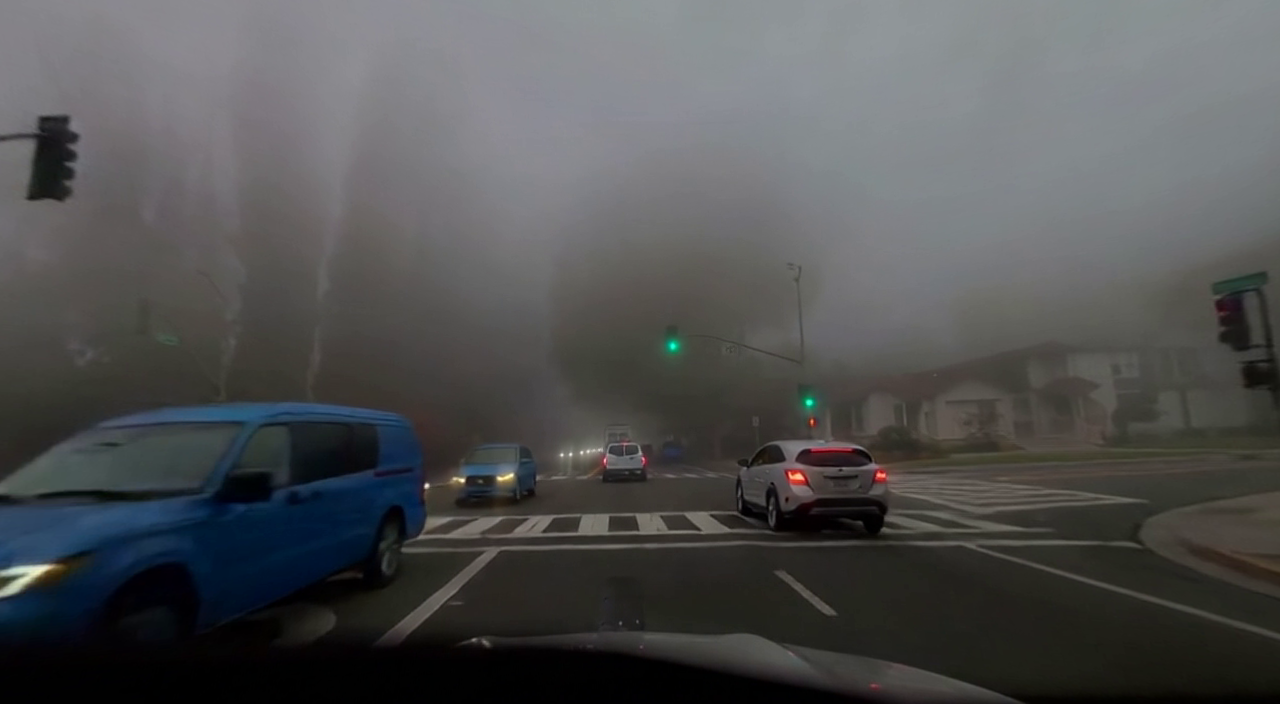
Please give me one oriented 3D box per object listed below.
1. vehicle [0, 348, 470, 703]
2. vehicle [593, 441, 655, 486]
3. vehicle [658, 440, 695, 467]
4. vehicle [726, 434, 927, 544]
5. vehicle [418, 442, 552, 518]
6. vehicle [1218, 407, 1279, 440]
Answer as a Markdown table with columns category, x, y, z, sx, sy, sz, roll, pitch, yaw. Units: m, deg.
| category | x | y | z | sx | sy | sz | roll | pitch | yaw |
| --- | --- | --- | --- | --- | --- | --- | --- | --- | --- |
| vehicle | -3.152 | 1.248 | 5.243 | 2.083 | 1.741 | 5.530 | 0 | -8 | -1 |
| vehicle | -0.613 | 4.091 | 23.515 | 2.114 | 1.483 | 4.207 | 0 | -8 | -2 |
| vehicle | 2.657 | 7.562 | 47.287 | 2.187 | 1.847 | 4.553 | 0 | -8 | -3 |
| vehicle | 2.811 | 2.169 | 10.753 | 1.973 | 1.447 | 4.402 | 0 | -8 | -2 |
| vehicle | -3.368 | 2.854 | 14.769 | 2.096 | 1.472 | 4.618 | 0 | -8 | -2 |
| vehicle | 33.521 | 3.874 | 33.680 | 1.891 | 1.644 | 3.671 | 0 | -8 | 1 |
